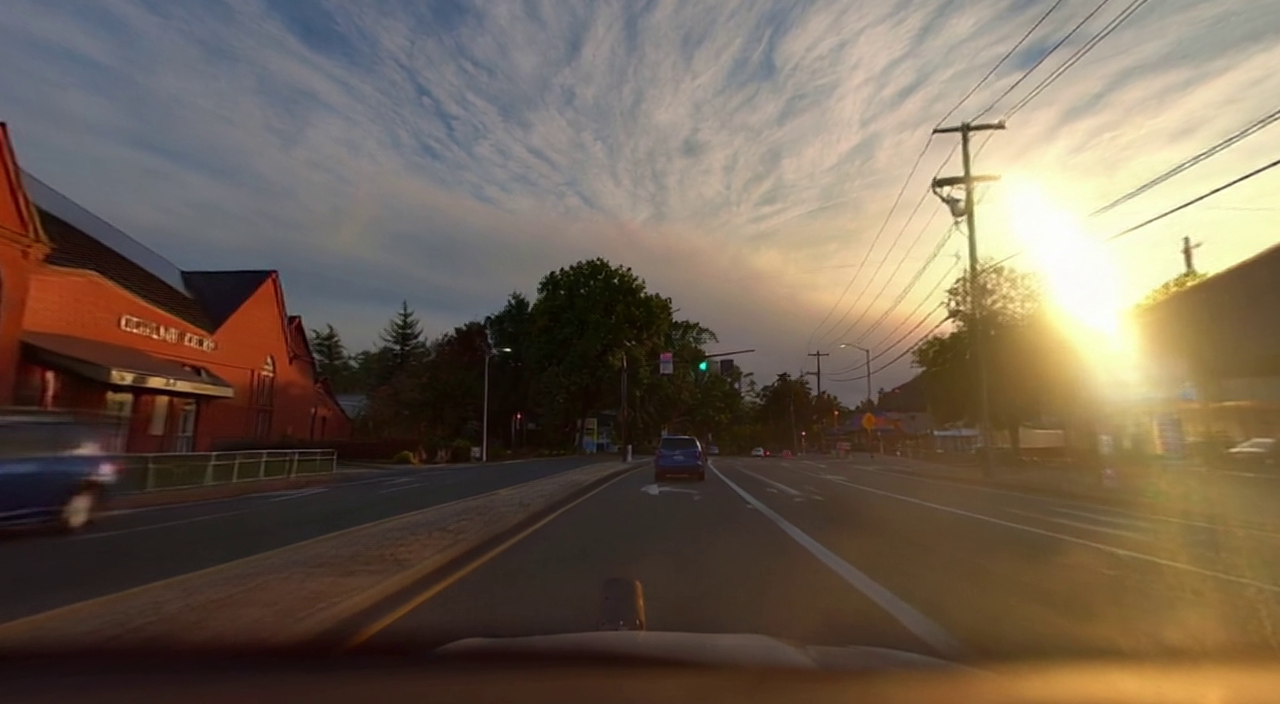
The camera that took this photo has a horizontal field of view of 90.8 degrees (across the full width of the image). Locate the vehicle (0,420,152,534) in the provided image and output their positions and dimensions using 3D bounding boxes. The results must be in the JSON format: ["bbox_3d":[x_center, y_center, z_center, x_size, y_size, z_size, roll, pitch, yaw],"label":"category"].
[{"bbox_3d":[-11.580,2.094,10.636,2.159,1.850,4.944,-2,-9,12],"label":"vehicle"}]

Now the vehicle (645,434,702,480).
[{"bbox_3d":[1.372,4.079,24.768,2.032,1.621,4.082,-1,-9,4],"label":"vehicle"}]

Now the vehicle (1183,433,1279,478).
[{"bbox_3d":[25.485,4.229,26.093,4.510,1.733,2.066,1,-9,-10],"label":"vehicle"}]
